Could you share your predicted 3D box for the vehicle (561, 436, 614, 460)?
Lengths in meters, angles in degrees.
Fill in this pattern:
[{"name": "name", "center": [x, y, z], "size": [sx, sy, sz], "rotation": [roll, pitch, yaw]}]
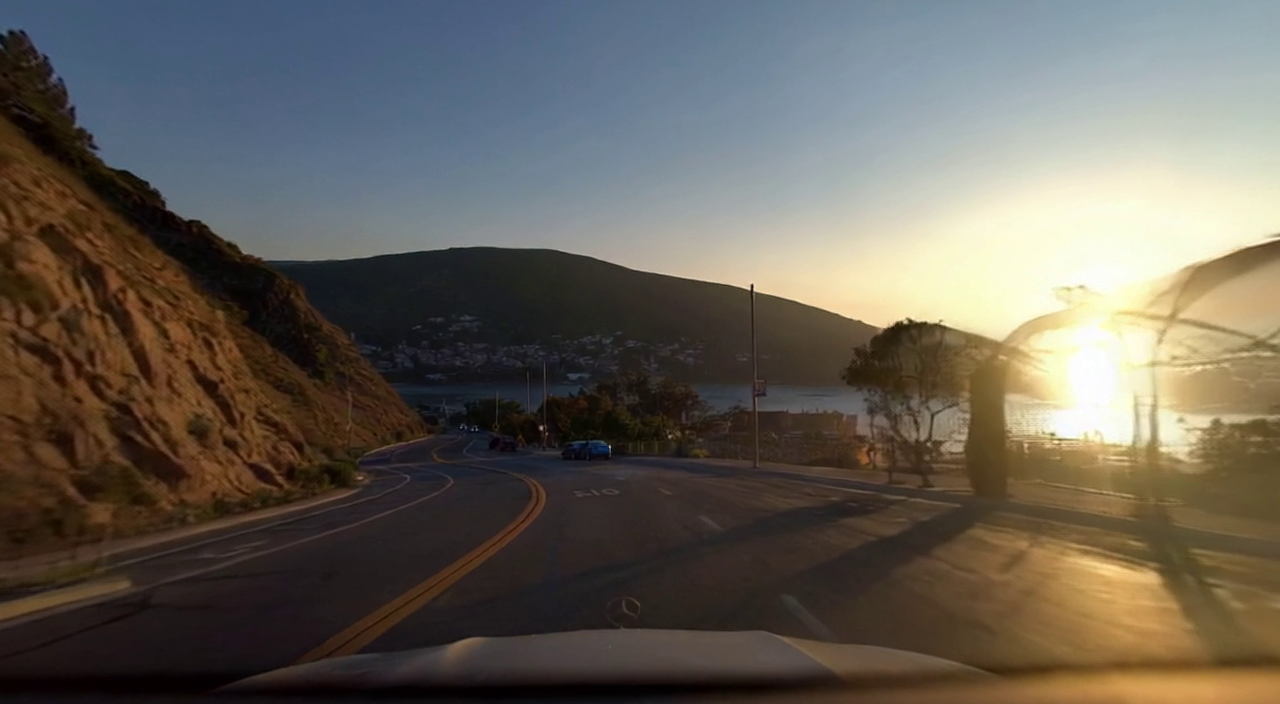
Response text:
[{"name": "vehicle", "center": [-3.849, 7.136, 47.144], "size": [2.064, 1.667, 4.453], "rotation": [-4, -9, 23]}]
